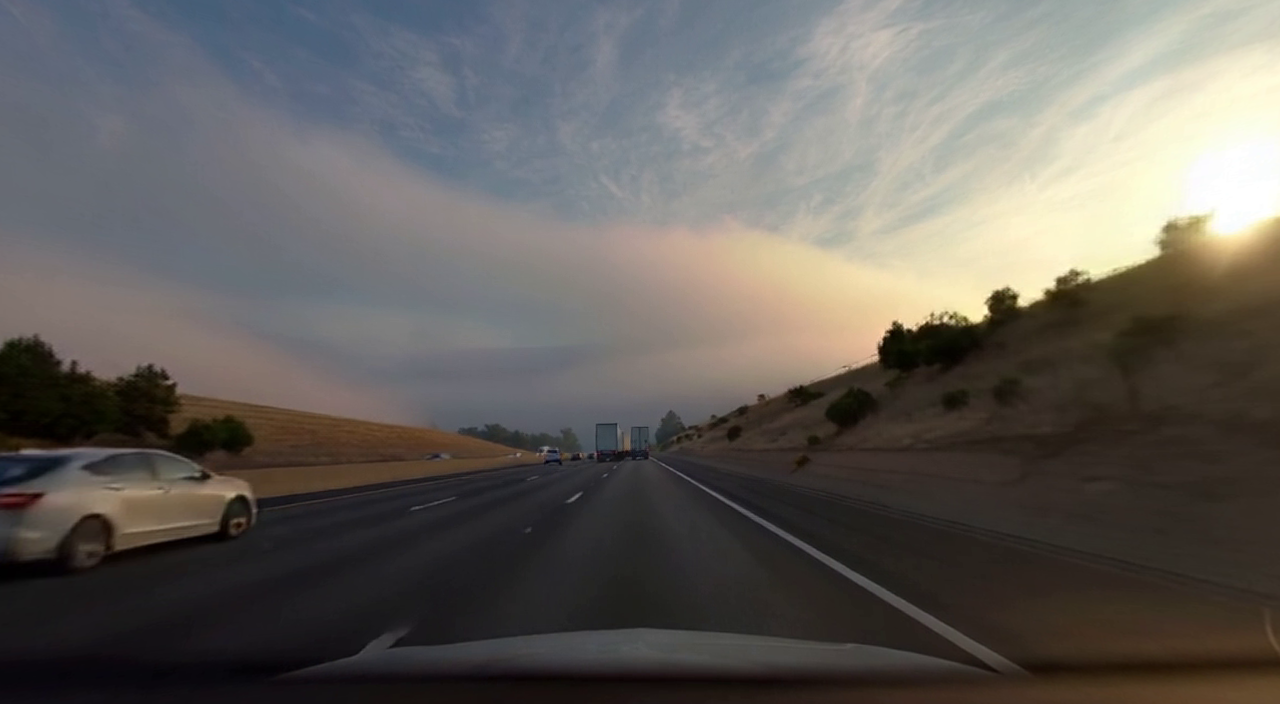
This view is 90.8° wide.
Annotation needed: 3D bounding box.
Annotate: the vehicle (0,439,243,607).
[{"bbox_3d":[-6.709,1.653,6.440,2.036,1.474,5.011,0,-9,0],"label":"vehicle"}]
